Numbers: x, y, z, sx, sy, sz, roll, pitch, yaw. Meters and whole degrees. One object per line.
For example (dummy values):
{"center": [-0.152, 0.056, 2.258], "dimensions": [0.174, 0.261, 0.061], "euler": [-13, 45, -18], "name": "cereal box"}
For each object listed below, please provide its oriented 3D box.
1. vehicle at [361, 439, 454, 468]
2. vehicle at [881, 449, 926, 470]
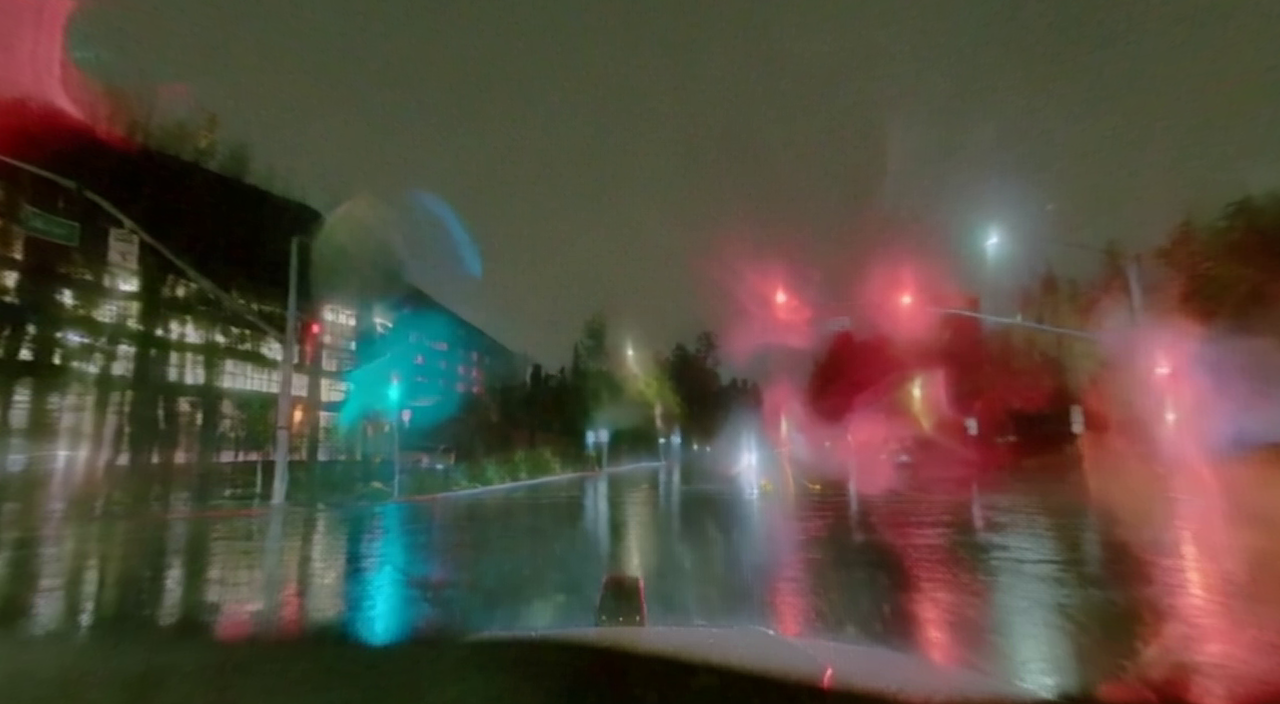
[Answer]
{"center": [-13.653, 5.984, 37.244], "dimensions": [4.765, 1.593, 1.891], "euler": [-1, -9, 5], "name": "vehicle"}
{"center": [19.659, 8.003, 47.262], "dimensions": [1.893, 1.454, 4.483], "euler": [-2, -9, 7], "name": "vehicle"}
